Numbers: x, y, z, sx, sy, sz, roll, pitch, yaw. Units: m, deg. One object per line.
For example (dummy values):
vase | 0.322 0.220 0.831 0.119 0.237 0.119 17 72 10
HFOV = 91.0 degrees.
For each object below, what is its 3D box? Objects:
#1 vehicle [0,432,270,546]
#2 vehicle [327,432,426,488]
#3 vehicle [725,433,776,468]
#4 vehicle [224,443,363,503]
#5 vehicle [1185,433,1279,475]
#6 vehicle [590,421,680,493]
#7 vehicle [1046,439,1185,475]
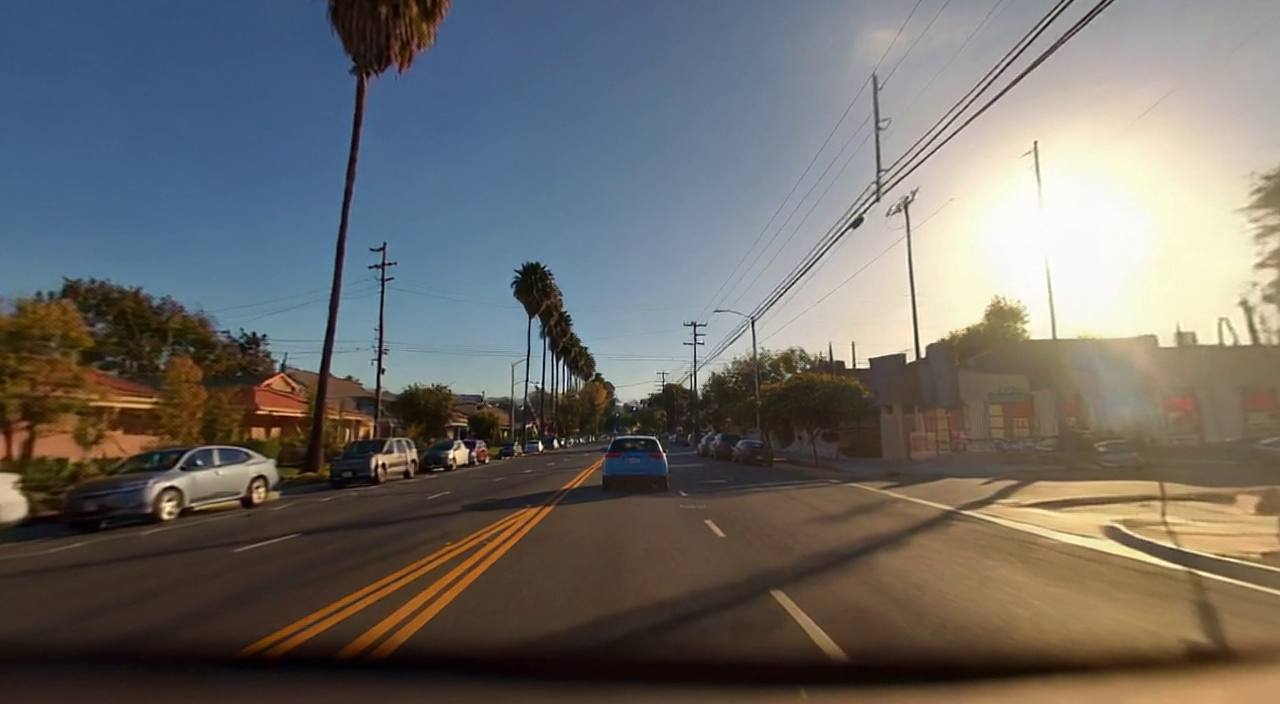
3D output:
vehicle | -10.156 2.635 13.095 1.992 1.744 4.896 -1 -6 -1
vehicle | -10.016 4.128 24.324 1.958 1.937 4.114 0 -9 1
vehicle | 6.064 5.449 34.929 2.005 1.775 4.324 0 -9 0
vehicle | -10.066 3.516 18.710 1.812 1.578 4.037 0 -9 0
vehicle | 27.422 4.482 27.830 4.708 1.742 2.025 0 -9 0
vehicle | -0.188 3.013 18.347 2.264 1.798 4.563 0 -9 -2
vehicle | 20.779 4.590 27.630 4.488 1.470 1.994 0 -9 -2
